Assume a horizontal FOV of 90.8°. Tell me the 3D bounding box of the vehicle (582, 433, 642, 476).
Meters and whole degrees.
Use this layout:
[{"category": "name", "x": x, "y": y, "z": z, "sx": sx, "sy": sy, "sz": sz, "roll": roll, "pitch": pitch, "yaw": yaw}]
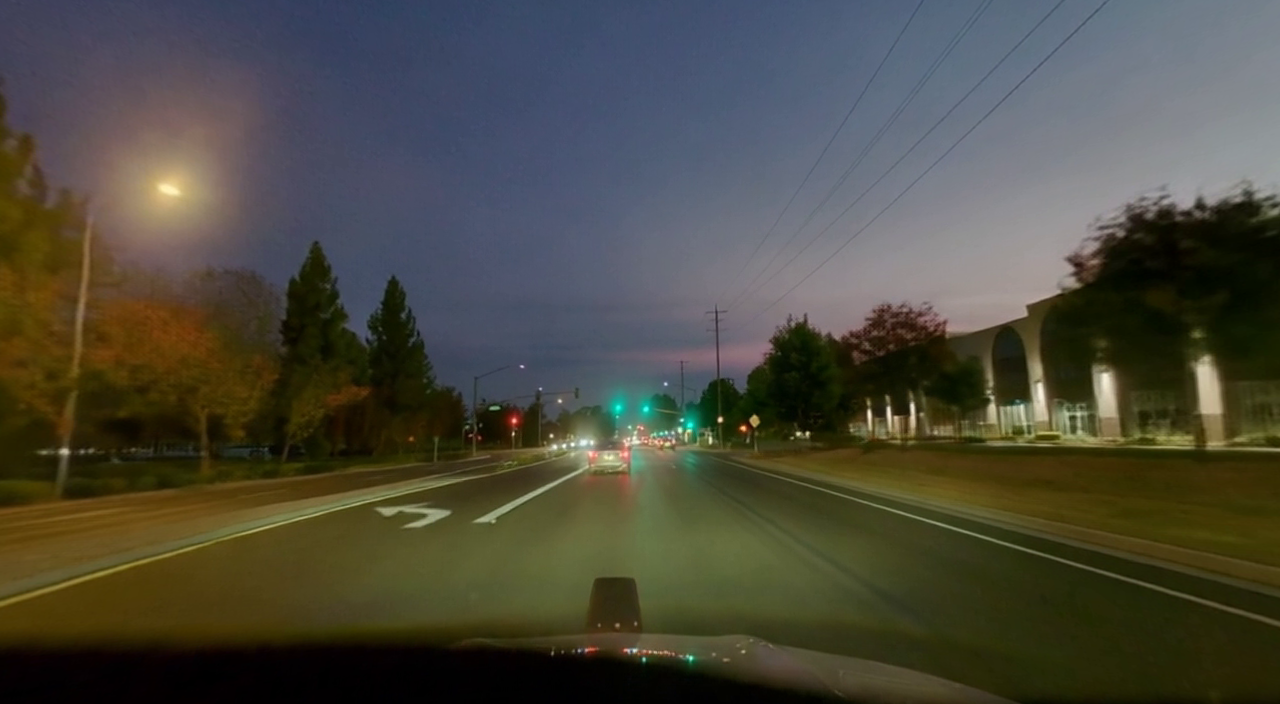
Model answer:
[{"category": "vehicle", "x": -0.992, "y": 3.858, "z": 23.912, "sx": 2.075, "sy": 1.470, "sz": 3.962, "roll": 0, "pitch": -8, "yaw": -1}]
